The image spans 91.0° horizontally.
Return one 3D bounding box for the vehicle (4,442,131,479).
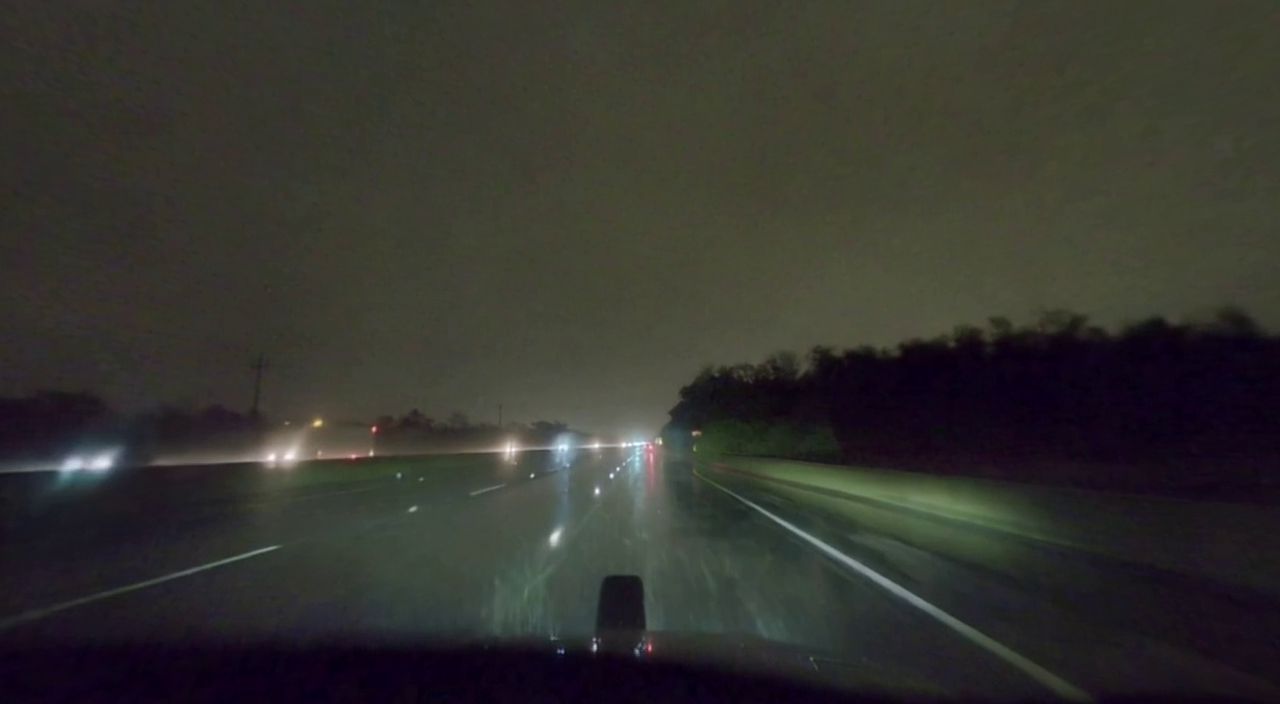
[{"bbox_3d":[-28.071,5.312,31.126,2.006,1.696,4.513,0,-9,0],"label":"vehicle"}]
